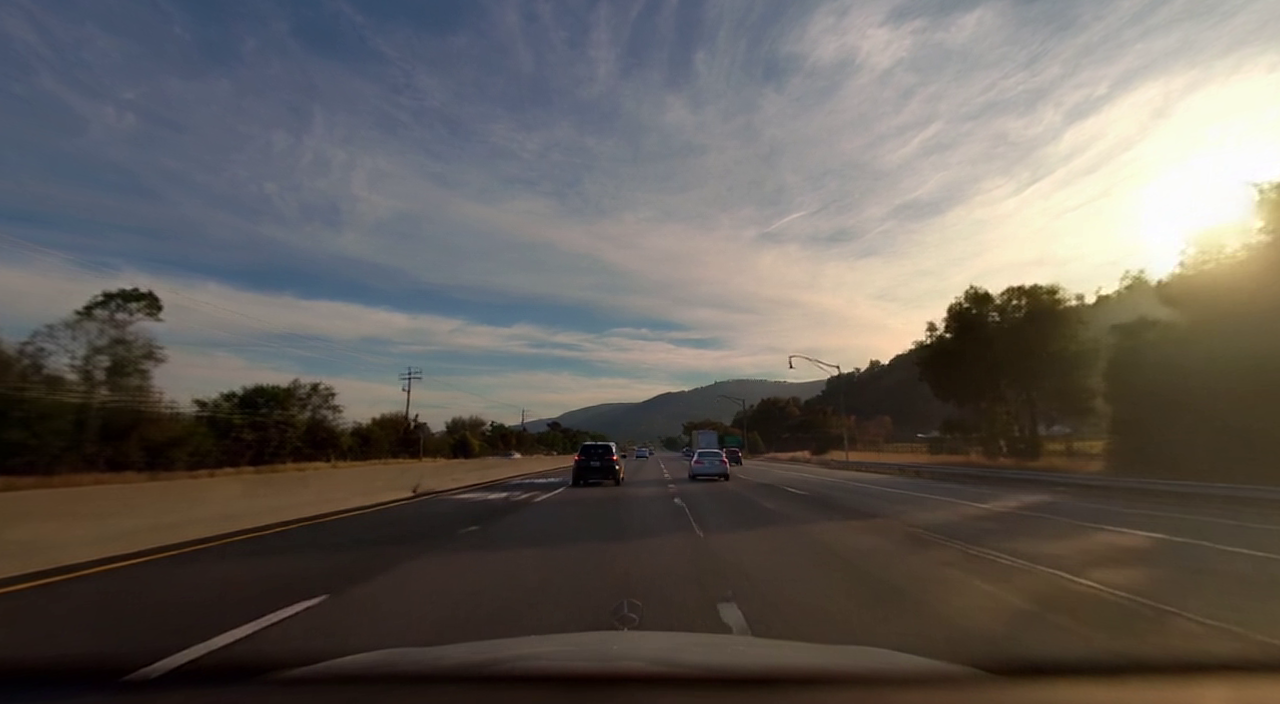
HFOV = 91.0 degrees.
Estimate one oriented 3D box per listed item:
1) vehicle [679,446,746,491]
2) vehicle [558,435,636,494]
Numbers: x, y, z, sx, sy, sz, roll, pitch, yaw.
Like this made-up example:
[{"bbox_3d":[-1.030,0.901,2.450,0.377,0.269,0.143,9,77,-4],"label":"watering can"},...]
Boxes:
[{"bbox_3d":[2.536,4.195,23.007,2.004,1.471,4.032,1,-9,1],"label":"vehicle"},{"bbox_3d":[-1.292,3.663,20.821,2.142,1.724,4.344,0,-9,1],"label":"vehicle"}]
